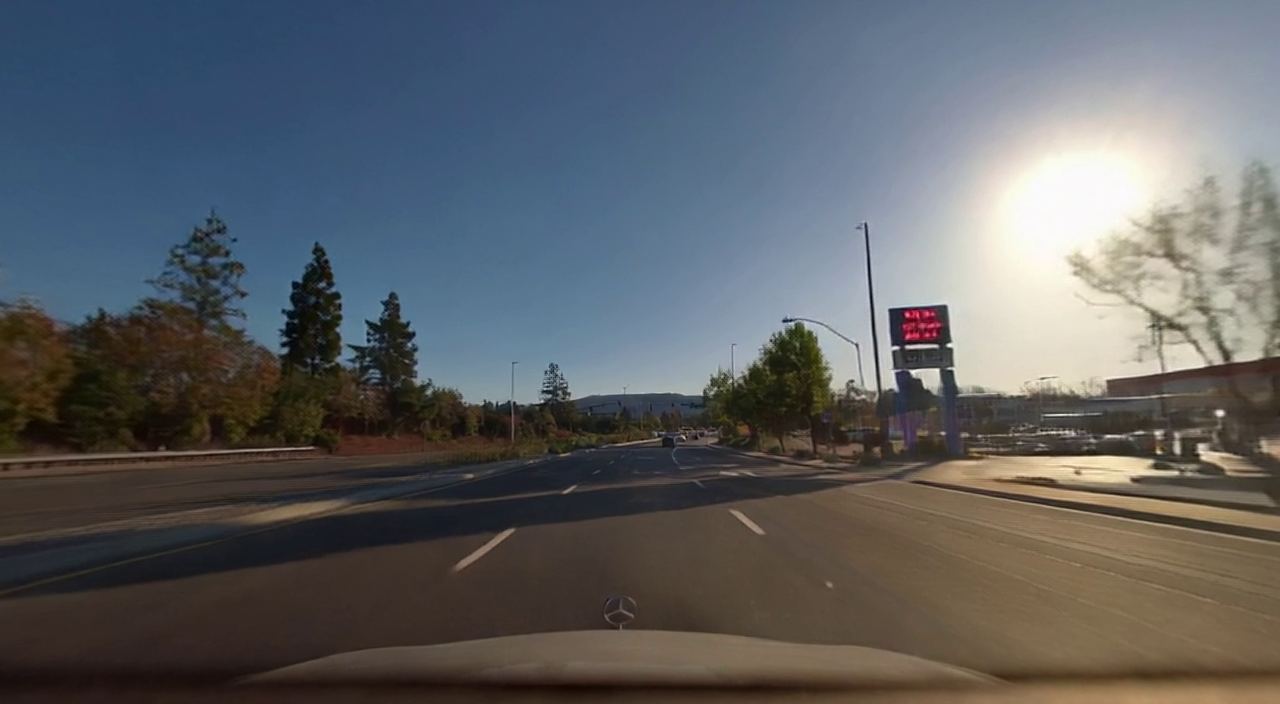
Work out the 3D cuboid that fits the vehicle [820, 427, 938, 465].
[{"bbox_3d":[10.685,4.237,28.477,4.476,1.629,1.953,0,-8,0],"label":"vehicle"}]
